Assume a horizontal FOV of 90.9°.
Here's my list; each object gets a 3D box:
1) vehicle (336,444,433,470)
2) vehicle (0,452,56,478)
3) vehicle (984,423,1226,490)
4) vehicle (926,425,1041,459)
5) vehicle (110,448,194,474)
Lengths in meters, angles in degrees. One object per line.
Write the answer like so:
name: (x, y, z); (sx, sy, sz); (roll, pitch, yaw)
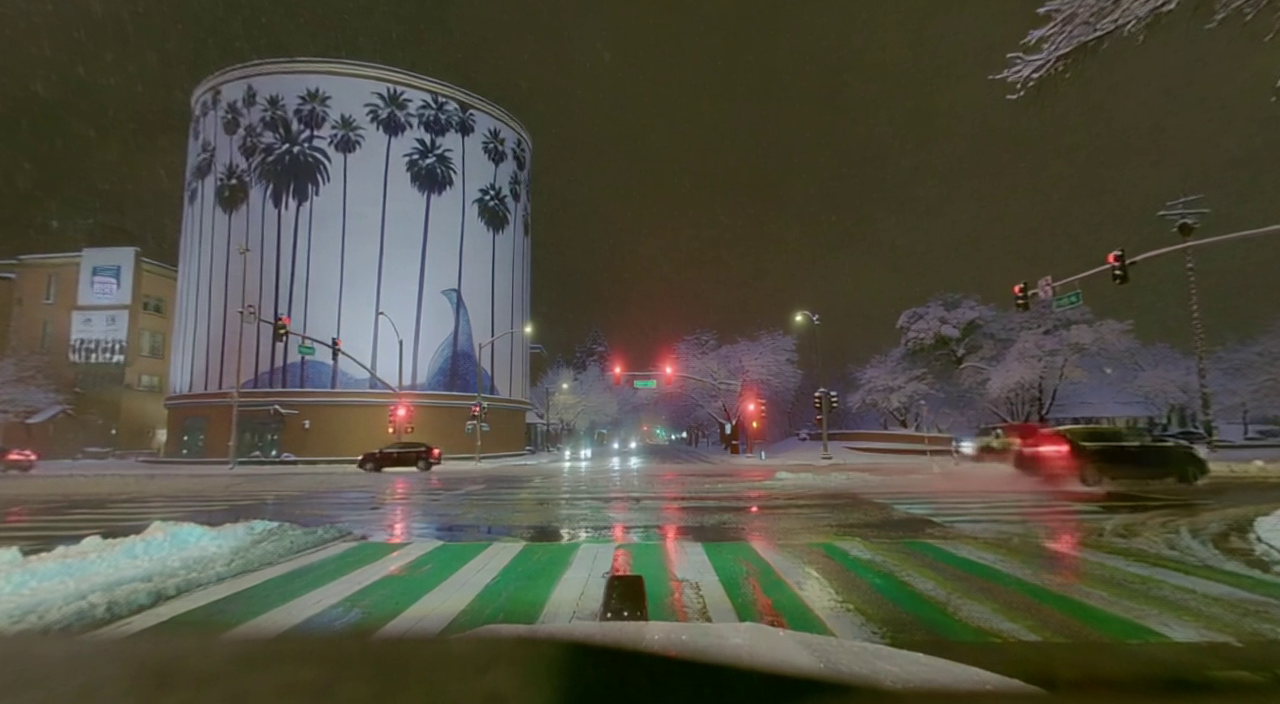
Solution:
vehicle: (-14.916, 6.170, 37.010); (4.893, 1.458, 1.791); (0, -8, 1)
vehicle: (-38.115, 6.715, 37.531); (4.784, 1.465, 1.798); (0, -8, 0)
vehicle: (12.257, 2.777, 16.890); (4.875, 1.669, 1.953); (0, -8, 0)
vehicle: (20.071, 5.302, 37.038); (5.477, 1.880, 2.125); (0, -8, 1)
vehicle: (-33.070, 7.399, 42.766); (4.136, 1.661, 1.857); (0, -8, 0)
